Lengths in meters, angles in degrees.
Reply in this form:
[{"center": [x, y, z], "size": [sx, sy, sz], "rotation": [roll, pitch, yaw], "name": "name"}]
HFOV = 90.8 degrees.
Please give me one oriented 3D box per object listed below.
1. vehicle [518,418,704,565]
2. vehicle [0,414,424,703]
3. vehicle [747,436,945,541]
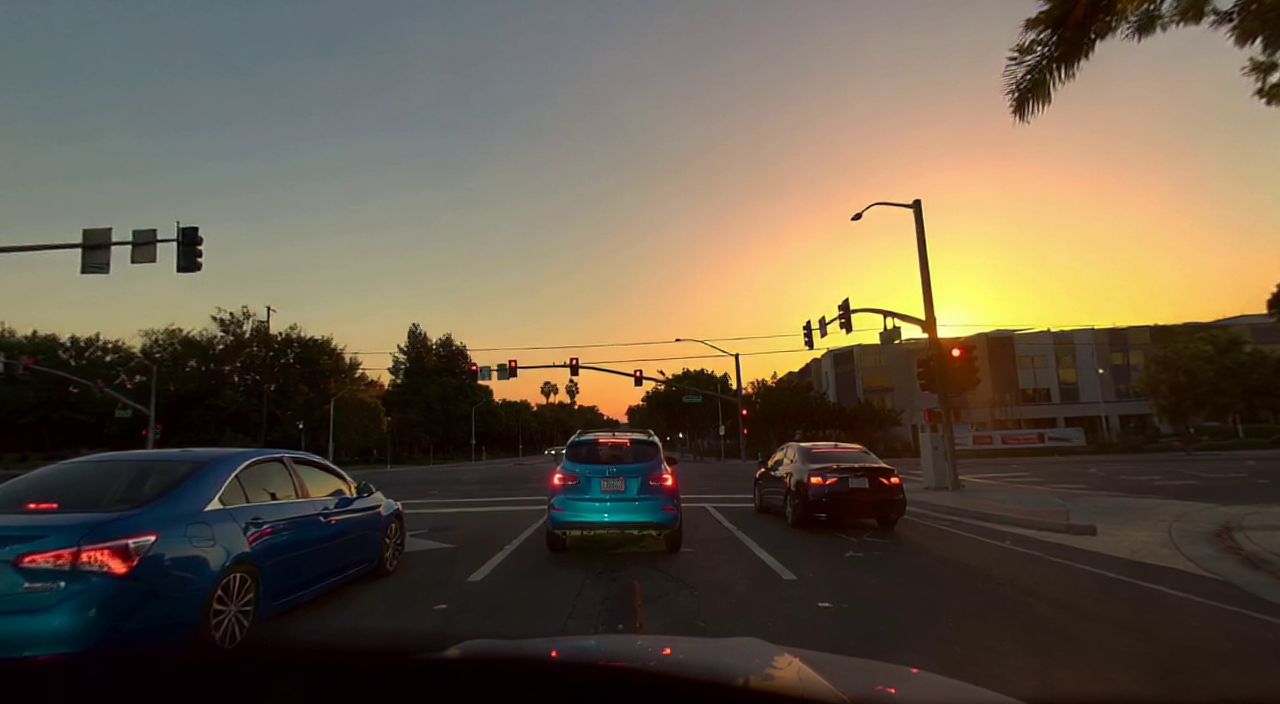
[{"center": [-0.346, 1.822, 8.966], "size": [2.038, 1.599, 3.844], "rotation": [0, -8, -1], "name": "vehicle"}, {"center": [-3.581, 1.358, 5.155], "size": [2.052, 1.472, 4.479], "rotation": [0, -8, 0], "name": "vehicle"}, {"center": [3.275, 2.259, 11.164], "size": [1.970, 1.449, 4.433], "rotation": [0, -8, 0], "name": "vehicle"}]
